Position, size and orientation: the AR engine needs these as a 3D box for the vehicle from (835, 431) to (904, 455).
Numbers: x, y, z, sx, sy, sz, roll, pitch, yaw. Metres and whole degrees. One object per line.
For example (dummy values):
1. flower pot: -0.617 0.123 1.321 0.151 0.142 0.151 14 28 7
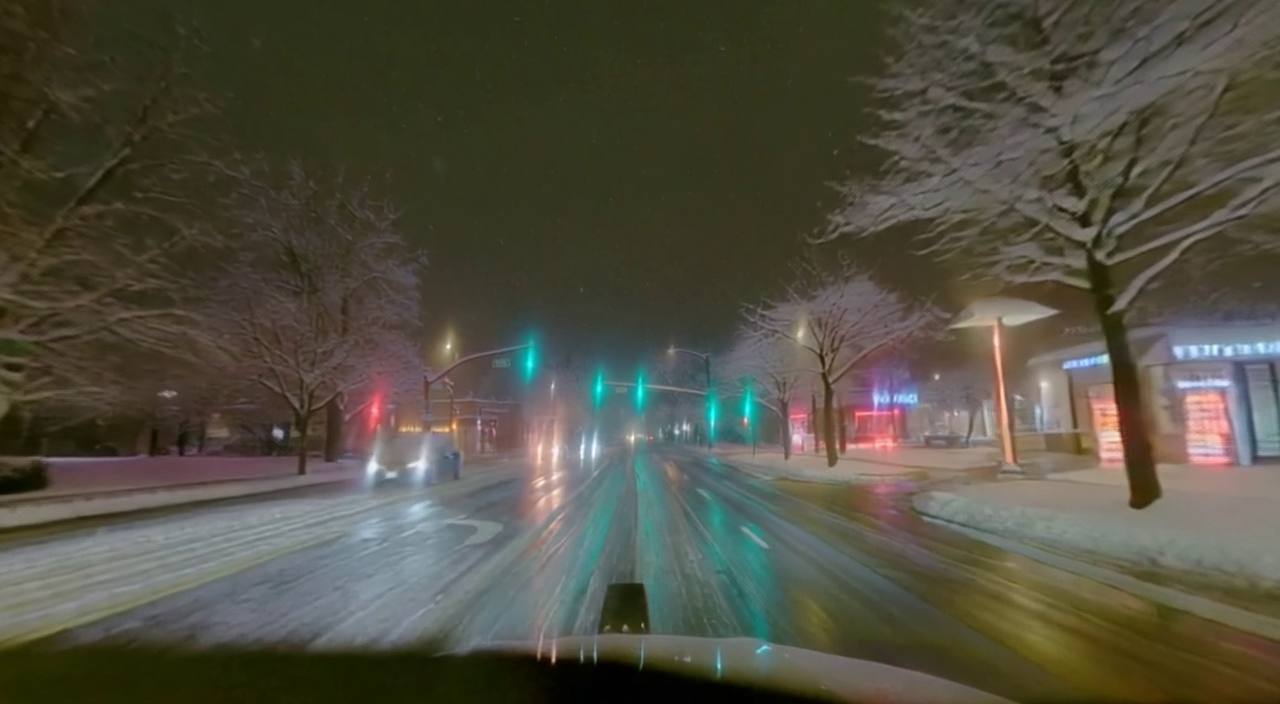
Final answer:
1. vehicle: 16.784 6.679 46.241 4.299 1.679 2.011 0 -8 0

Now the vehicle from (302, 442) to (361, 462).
1. vehicle: -24.310 7.871 49.776 3.760 1.480 1.795 2 -8 -13

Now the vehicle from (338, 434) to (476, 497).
1. vehicle: -6.177 3.044 17.405 2.097 1.495 4.489 0 -8 0

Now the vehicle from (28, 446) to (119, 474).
1. vehicle: -38.604 7.350 43.010 4.400 1.668 1.976 -3 -7 2
